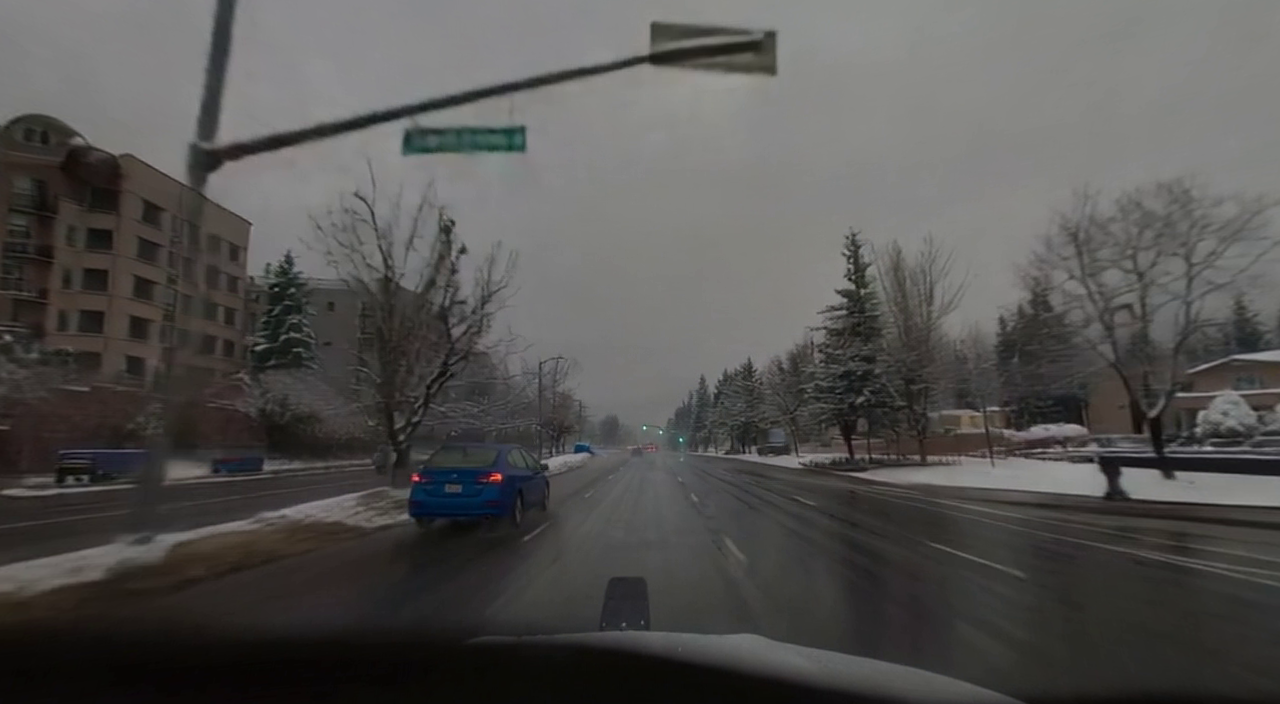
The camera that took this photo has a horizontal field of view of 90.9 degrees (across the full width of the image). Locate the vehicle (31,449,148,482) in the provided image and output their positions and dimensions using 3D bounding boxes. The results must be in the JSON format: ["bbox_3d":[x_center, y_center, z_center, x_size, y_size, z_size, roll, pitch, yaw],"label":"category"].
[{"bbox_3d":[-28.269,5.812,32.598,1.857,1.539,4.760,0,-8,-2],"label":"vehicle"}]

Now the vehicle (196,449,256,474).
[{"bbox_3d":[-27.667,7.294,42.331,1.940,1.531,5.040,2,-9,-17],"label":"vehicle"}]

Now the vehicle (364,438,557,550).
[{"bbox_3d":[-2.869,2.360,11.288,2.009,1.489,4.543,-3,-8,2],"label":"vehicle"}]
